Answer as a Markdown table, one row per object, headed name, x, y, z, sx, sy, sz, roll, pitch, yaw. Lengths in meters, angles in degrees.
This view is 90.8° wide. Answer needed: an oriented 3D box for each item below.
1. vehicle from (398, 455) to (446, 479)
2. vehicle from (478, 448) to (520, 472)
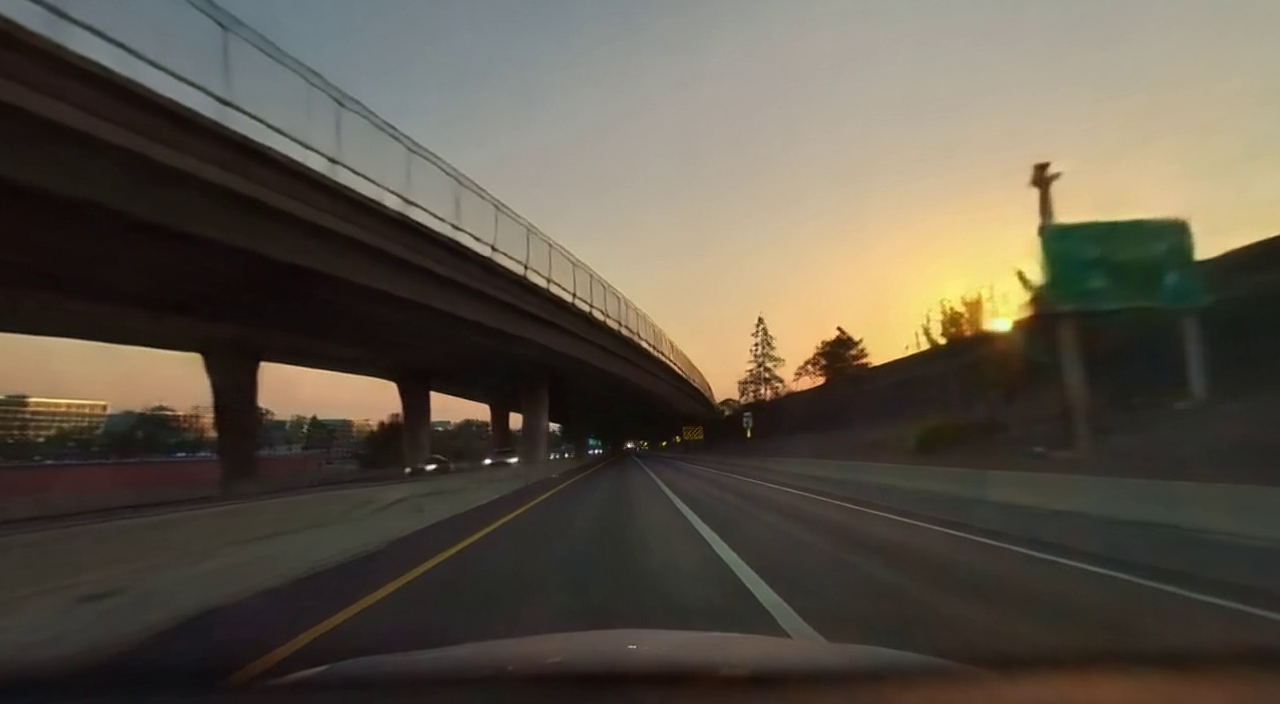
| name | x | y | z | sx | sy | sz | roll | pitch | yaw |
| --- | --- | --- | --- | --- | --- | --- | --- | --- | --- |
| vehicle | -14.397 | 7.602 | 41.860 | 1.952 | 1.458 | 3.694 | 0 | -9 | -1 |
| vehicle | -10.089 | 7.754 | 45.539 | 2.071 | 1.621 | 4.273 | 0 | -9 | -1 |
